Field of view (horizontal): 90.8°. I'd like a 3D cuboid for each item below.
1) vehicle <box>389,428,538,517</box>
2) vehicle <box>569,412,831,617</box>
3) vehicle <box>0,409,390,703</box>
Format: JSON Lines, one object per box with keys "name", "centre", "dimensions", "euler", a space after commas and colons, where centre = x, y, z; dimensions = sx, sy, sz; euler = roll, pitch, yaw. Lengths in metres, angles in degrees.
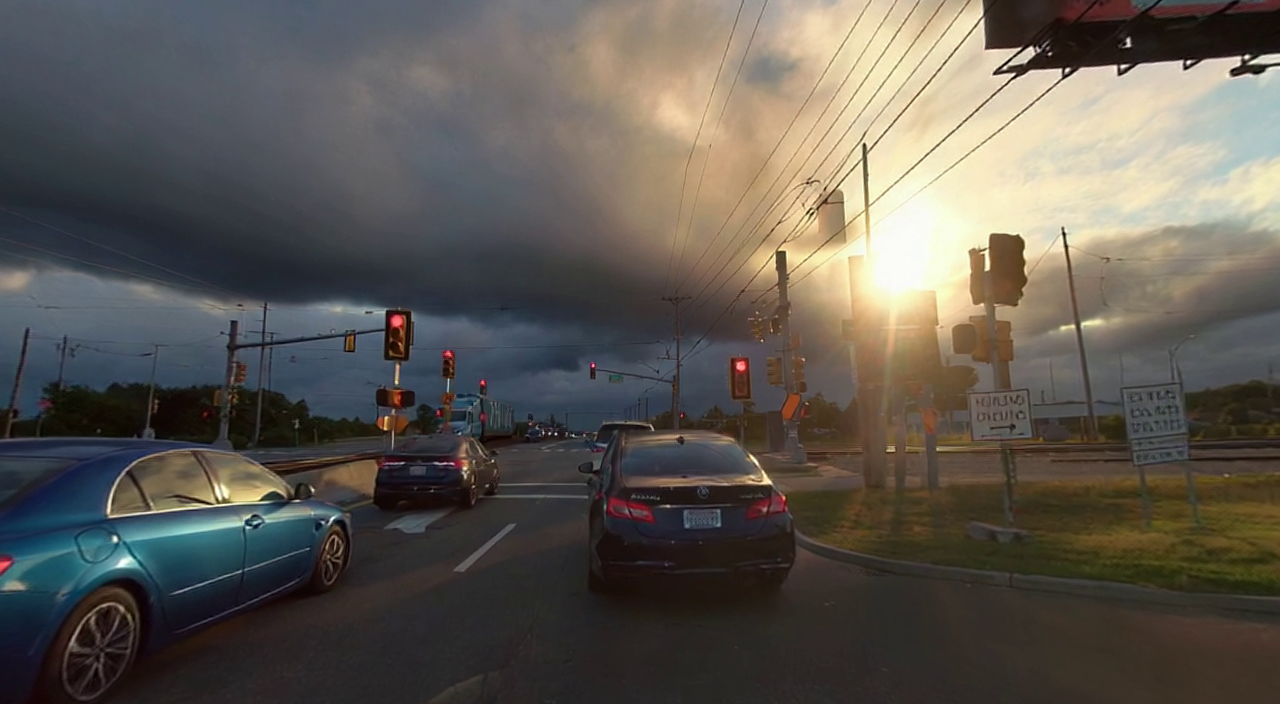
{"name": "vehicle", "centre": [-3.362, 2.373, 12.912], "dimensions": [1.984, 1.505, 3.982], "euler": [0, -9, -2]}
{"name": "vehicle", "centre": [0.358, 1.528, 6.844], "dimensions": [1.998, 1.529, 3.960], "euler": [0, -9, -3]}
{"name": "vehicle", "centre": [-3.708, 1.260, 4.538], "dimensions": [1.956, 1.468, 4.585], "euler": [0, -8, 0]}
